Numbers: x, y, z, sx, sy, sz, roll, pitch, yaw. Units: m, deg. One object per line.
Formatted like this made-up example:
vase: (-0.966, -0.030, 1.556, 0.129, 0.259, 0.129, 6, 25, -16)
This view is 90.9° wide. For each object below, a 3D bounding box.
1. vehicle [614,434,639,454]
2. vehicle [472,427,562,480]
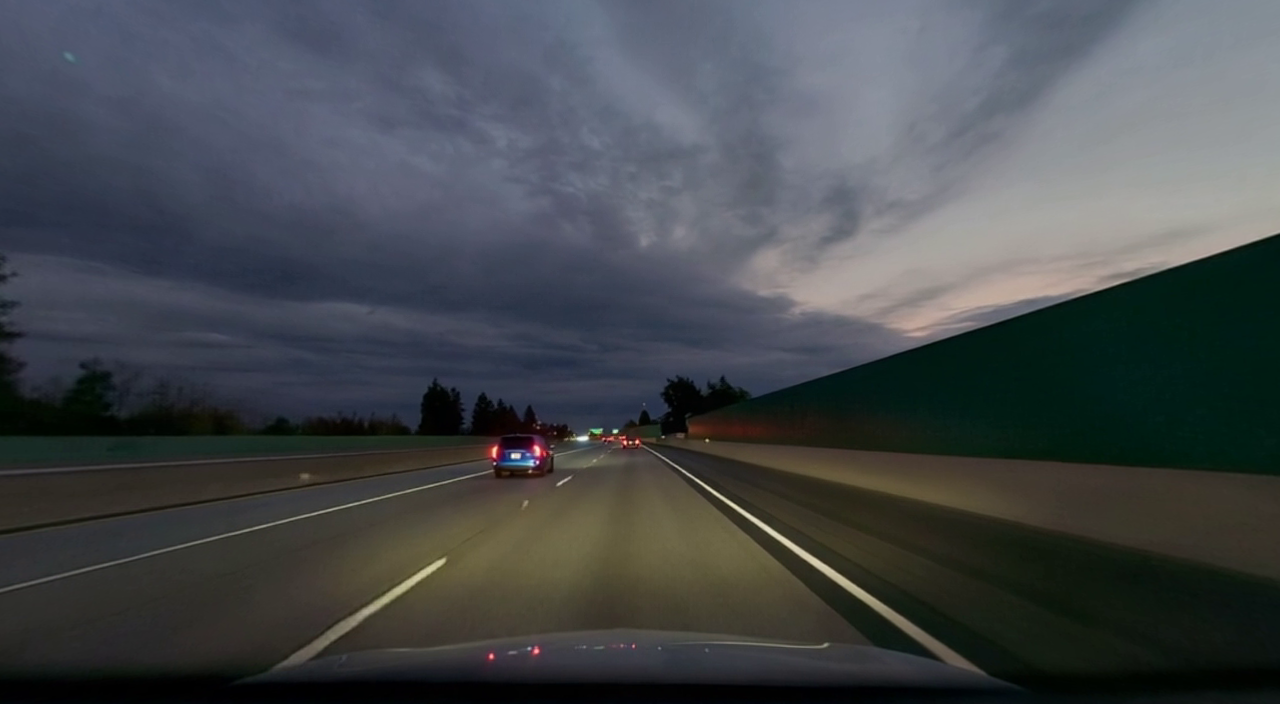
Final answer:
vehicle: (-0.989, 7.024, 48.326, 1.836, 1.450, 3.519, 0, -8, -1)
vehicle: (-3.953, 3.343, 21.140, 2.072, 1.545, 4.767, 0, -8, 0)
